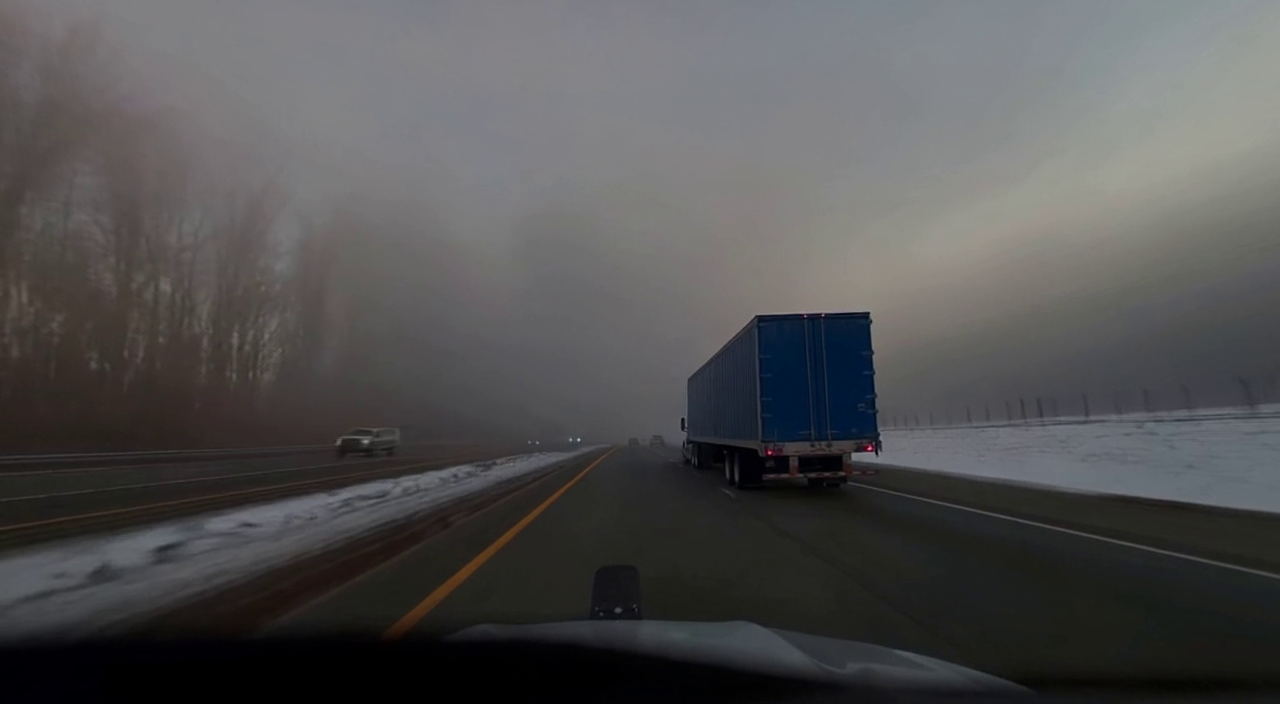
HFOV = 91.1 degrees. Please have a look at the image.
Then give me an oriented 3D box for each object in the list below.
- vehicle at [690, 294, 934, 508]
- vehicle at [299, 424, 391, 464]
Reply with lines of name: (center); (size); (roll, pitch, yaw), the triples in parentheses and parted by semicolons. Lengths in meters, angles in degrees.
vehicle: (4.072, 2.086, 21.100); (3.203, 4.273, 17.131); (0, -8, -1)
vehicle: (-12.580, 3.948, 27.129); (1.881, 1.571, 4.245); (0, -8, 0)
